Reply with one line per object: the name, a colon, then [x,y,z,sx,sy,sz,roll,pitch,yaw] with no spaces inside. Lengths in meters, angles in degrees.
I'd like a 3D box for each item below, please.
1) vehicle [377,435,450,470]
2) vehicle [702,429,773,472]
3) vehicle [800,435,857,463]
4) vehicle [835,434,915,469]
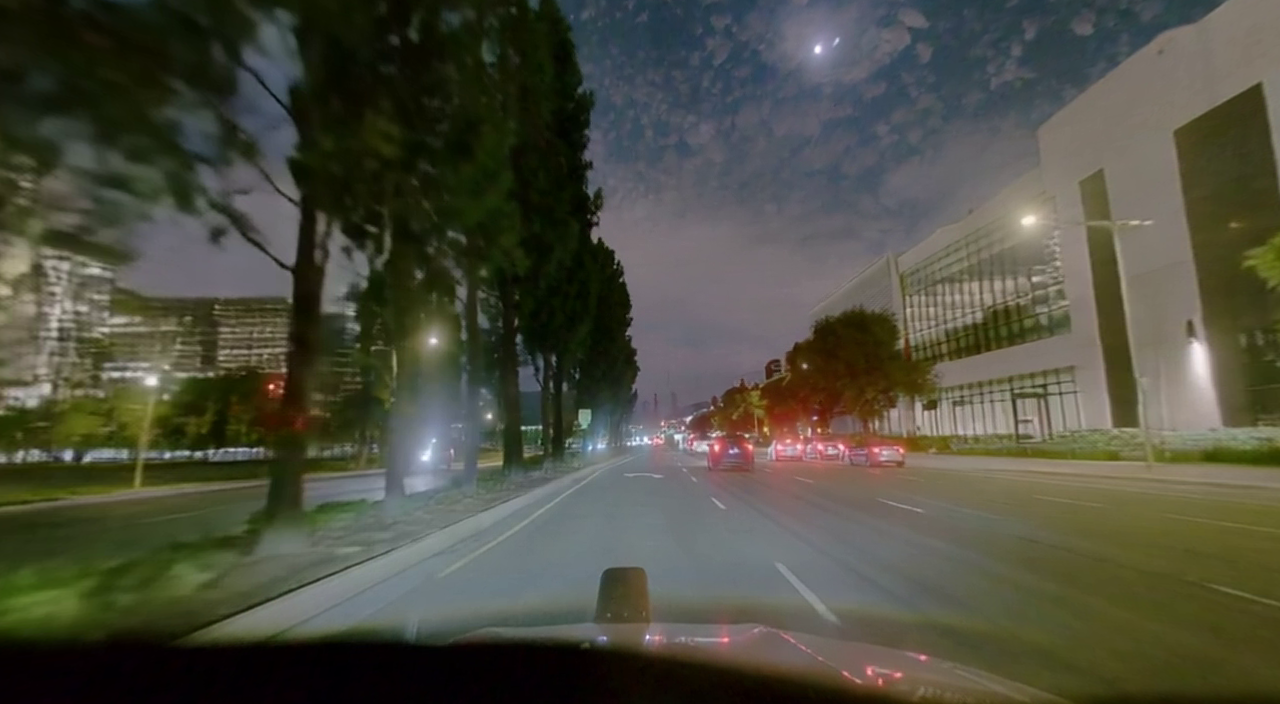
vehicle: [-13.640,6.101,38.462,2.285,1.931,5.530,-2,-8,2]
vehicle: [4.050,4.185,26.972,2.216,1.675,4.627,0,-8,-1]
vehicle: [10.796,5.588,36.456,1.841,1.471,4.790,0,-8,0]
vehicle: [10.537,4.496,28.653,1.840,1.467,4.731,0,-8,0]
